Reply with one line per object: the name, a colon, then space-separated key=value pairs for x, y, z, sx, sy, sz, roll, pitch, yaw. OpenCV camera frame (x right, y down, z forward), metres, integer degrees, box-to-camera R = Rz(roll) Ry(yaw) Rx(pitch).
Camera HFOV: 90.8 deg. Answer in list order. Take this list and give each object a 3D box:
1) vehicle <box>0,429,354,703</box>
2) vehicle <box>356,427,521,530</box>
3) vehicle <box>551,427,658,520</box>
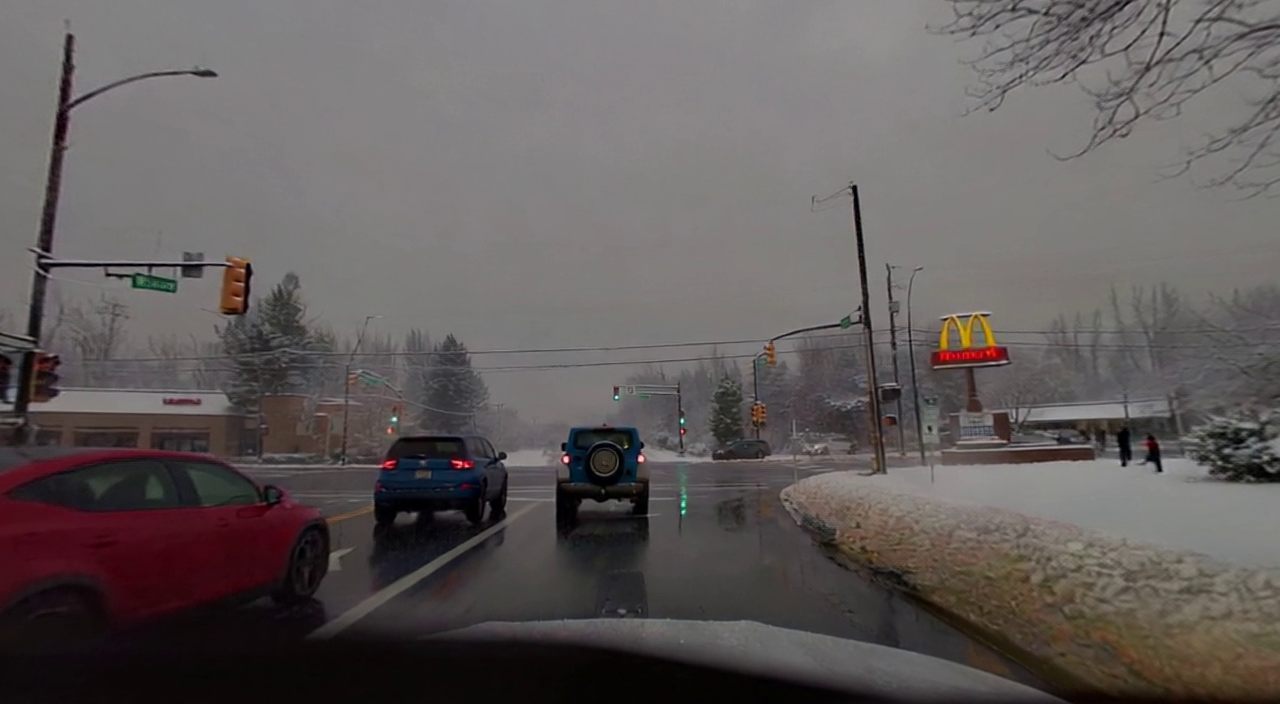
vehicle: x=-3.930 y=1.297 z=4.218 sx=1.941 sy=1.479 sz=4.541 roll=0 pitch=-9 yaw=-1
vehicle: x=-4.026 y=2.609 z=13.601 sx=2.130 sy=1.819 sz=4.497 roll=0 pitch=-9 yaw=-1
vehicle: x=-0.834 y=2.891 z=15.618 sx=2.224 sy=1.923 sz=4.643 roll=0 pitch=-9 yaw=-2
